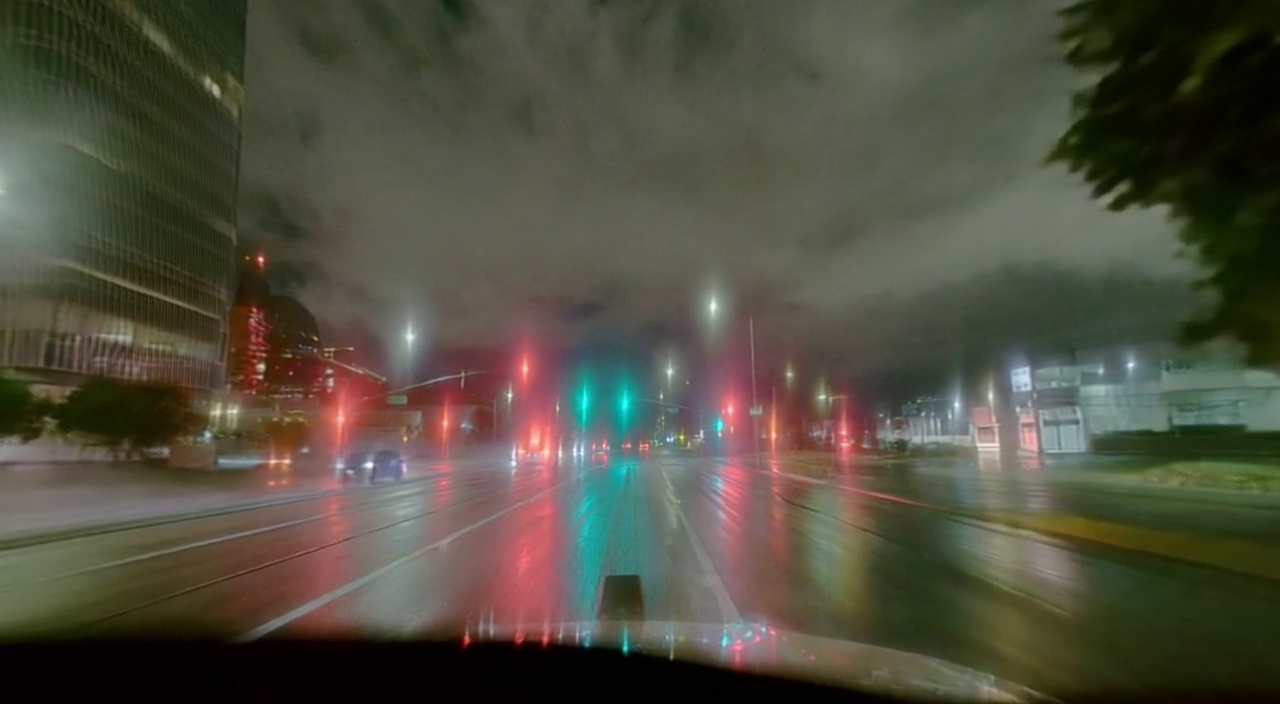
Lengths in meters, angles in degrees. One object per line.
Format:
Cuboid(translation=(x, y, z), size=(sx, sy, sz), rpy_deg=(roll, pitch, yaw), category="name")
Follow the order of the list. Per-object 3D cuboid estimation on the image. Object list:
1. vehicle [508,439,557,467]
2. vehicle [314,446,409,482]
Cuboid(translation=(-7.077, 6.703, 41.973), size=(2.262, 1.708, 4.466), rpy_deg=(0, -9, 2), category="vehicle")
Cuboid(translation=(-11.898, 4.792, 27.369), size=(1.987, 1.445, 4.482), rpy_deg=(0, -9, 1), category="vehicle")
